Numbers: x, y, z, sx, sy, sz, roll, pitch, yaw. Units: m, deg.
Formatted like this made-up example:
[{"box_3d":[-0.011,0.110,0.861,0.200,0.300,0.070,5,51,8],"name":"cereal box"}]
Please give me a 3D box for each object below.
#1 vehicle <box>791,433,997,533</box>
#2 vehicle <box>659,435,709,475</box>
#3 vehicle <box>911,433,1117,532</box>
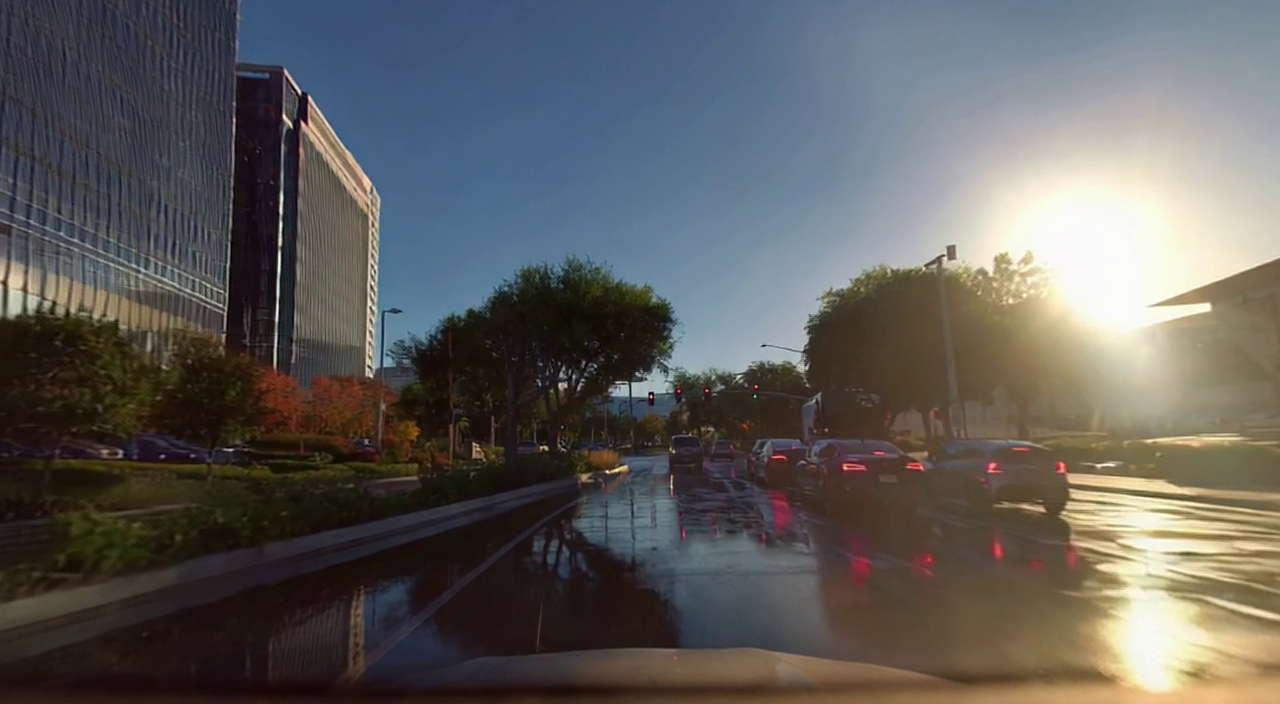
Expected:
[{"box_3d":[4.480,2.358,11.910,2.183,1.553,3.923,0,-8,-1],"name":"vehicle"},{"box_3d":[2.141,4.769,29.367,2.121,1.728,4.161,-1,-8,7],"name":"vehicle"},{"box_3d":[7.101,2.467,12.548,1.983,1.628,3.885,-1,-8,6],"name":"vehicle"}]
